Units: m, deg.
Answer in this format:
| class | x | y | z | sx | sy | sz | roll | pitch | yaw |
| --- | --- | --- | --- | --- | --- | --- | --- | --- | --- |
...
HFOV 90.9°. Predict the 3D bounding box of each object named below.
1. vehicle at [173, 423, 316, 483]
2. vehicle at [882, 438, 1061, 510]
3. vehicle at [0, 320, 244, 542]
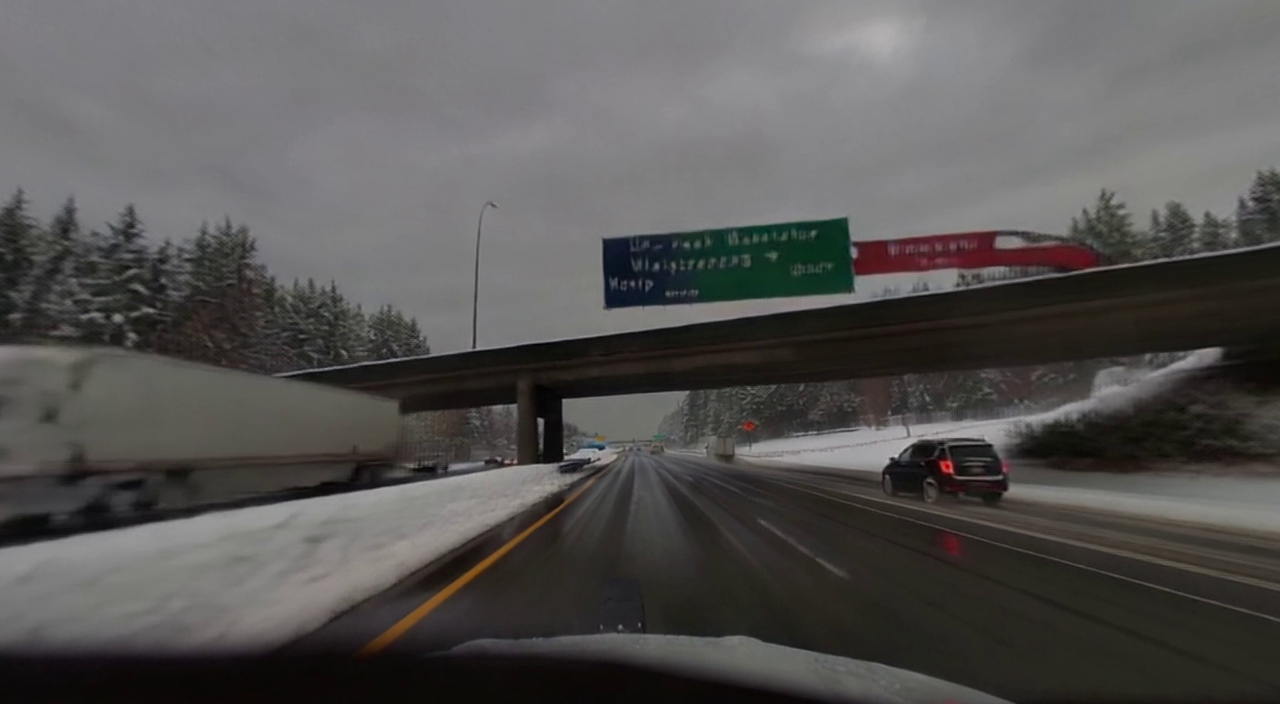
| class | x | y | z | sx | sy | sz | roll | pitch | yaw |
| --- | --- | --- | --- | --- | --- | --- | --- | --- | --- |
| vehicle | -12.658 | 3.326 | 20.580 | 1.822 | 1.677 | 4.314 | -2 | -10 | 1 |
| vehicle | 7.710 | 2.869 | 15.234 | 1.987 | 1.473 | 4.244 | 0 | -9 | 0 |
| vehicle | -12.672 | 1.881 | 14.117 | 2.948 | 3.836 | 6.895 | 0 | -9 | 0 |
